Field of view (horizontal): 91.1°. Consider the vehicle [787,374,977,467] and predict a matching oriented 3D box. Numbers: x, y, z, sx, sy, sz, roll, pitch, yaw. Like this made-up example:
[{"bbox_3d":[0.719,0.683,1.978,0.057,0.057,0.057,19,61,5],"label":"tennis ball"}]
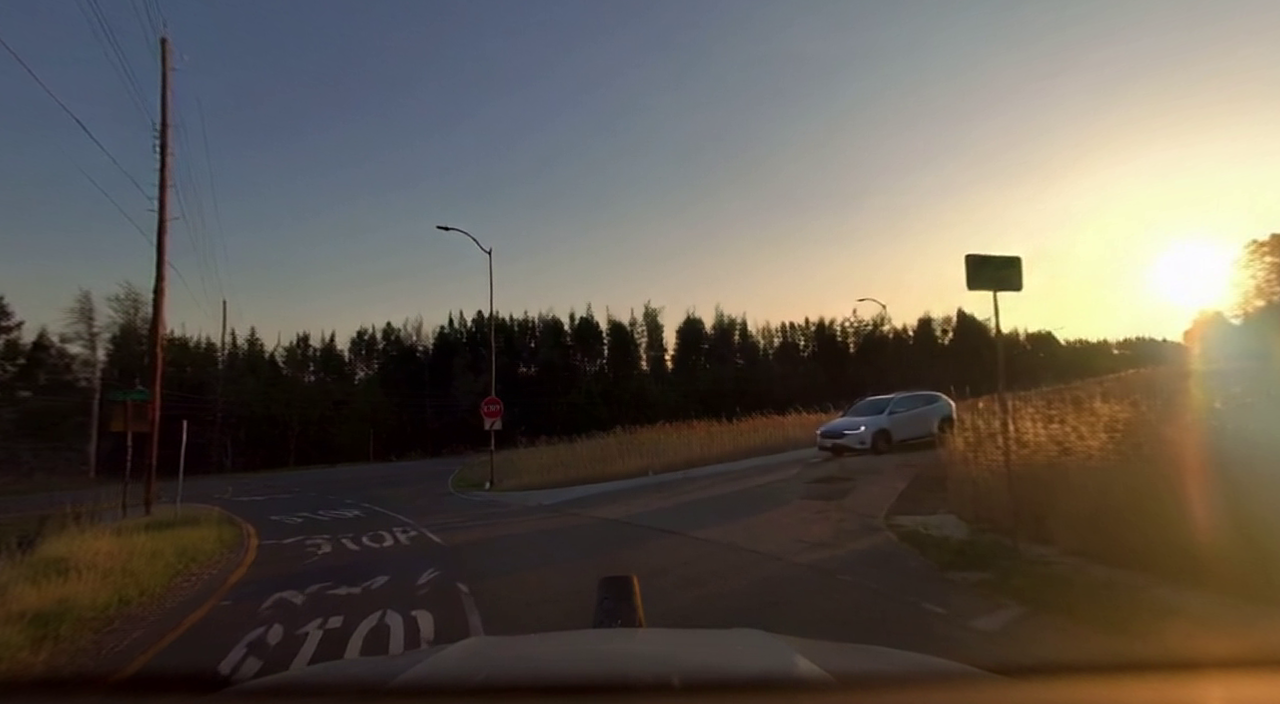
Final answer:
[{"bbox_3d":[6.349,1.756,16.469,4.403,1.574,1.914,-8,-4,-25],"label":"vehicle"}]
